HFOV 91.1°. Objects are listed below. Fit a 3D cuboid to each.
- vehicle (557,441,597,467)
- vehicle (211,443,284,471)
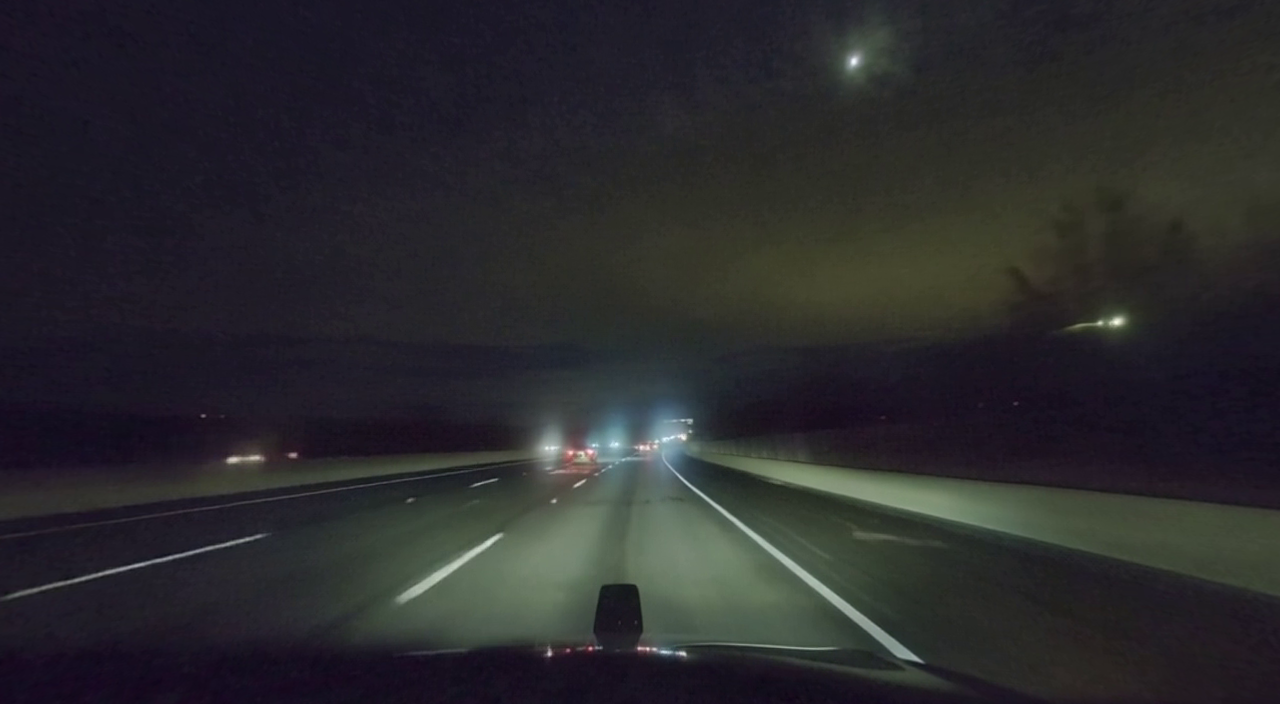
[{"bbox_3d":[-3.906,6.455,39.876,1.961,1.540,4.487,-1,-9,2],"label":"vehicle"},{"bbox_3d":[-23.543,6.291,37.885,1.819,1.546,3.816,-1,-9,1],"label":"vehicle"}]
